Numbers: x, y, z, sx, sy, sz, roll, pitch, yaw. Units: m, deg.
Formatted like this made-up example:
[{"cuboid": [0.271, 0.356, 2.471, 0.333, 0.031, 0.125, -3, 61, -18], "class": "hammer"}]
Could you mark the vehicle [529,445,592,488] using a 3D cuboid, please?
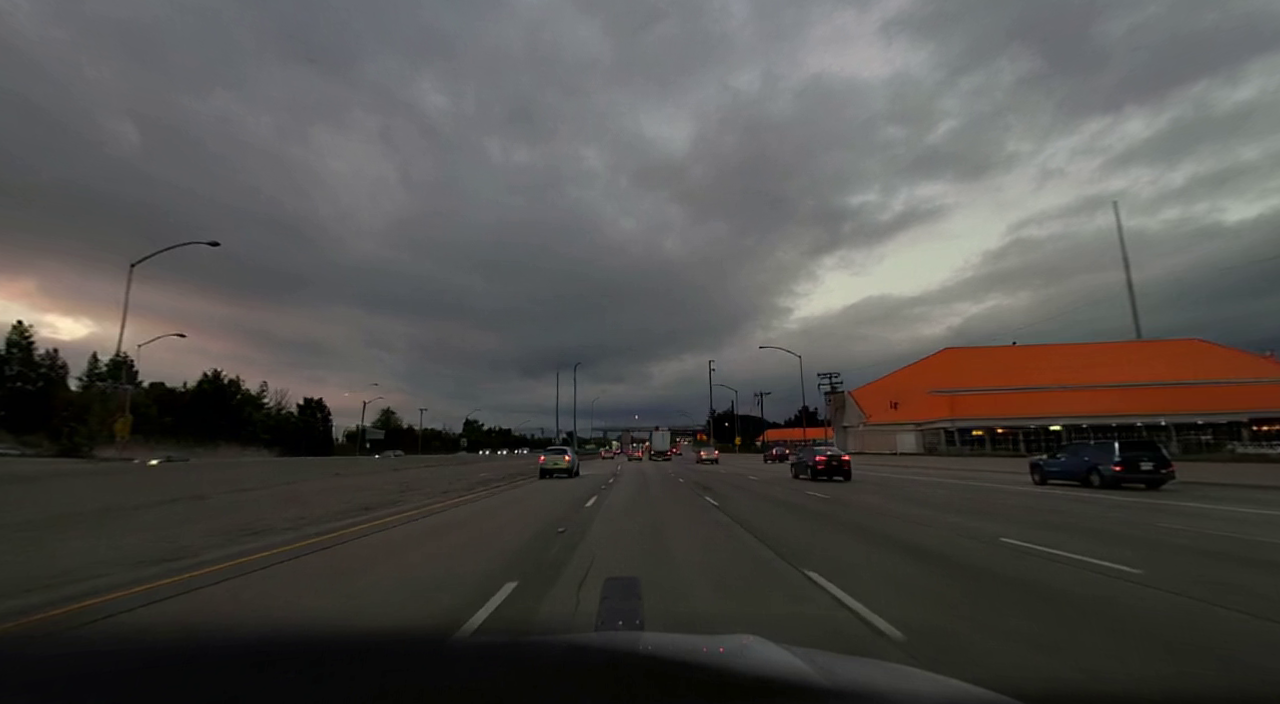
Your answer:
[{"cuboid": [-2.999, 4.415, 24.581, 1.929, 1.521, 4.097, 0, -9, 0], "class": "vehicle"}]

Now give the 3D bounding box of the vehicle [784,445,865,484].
[{"cuboid": [7.682, 4.700, 26.675, 1.980, 1.501, 4.433, 0, -9, -2], "class": "vehicle"}]

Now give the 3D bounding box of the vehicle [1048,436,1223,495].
[{"cuboid": [16.649, 3.805, 21.529, 2.201, 1.785, 4.399, 1, -9, -3], "class": "vehicle"}]

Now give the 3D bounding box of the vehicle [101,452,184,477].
[{"cuboid": [-35.608, 8.027, 45.231, 1.960, 1.618, 4.852, 0, -9, 1], "class": "vehicle"}]
